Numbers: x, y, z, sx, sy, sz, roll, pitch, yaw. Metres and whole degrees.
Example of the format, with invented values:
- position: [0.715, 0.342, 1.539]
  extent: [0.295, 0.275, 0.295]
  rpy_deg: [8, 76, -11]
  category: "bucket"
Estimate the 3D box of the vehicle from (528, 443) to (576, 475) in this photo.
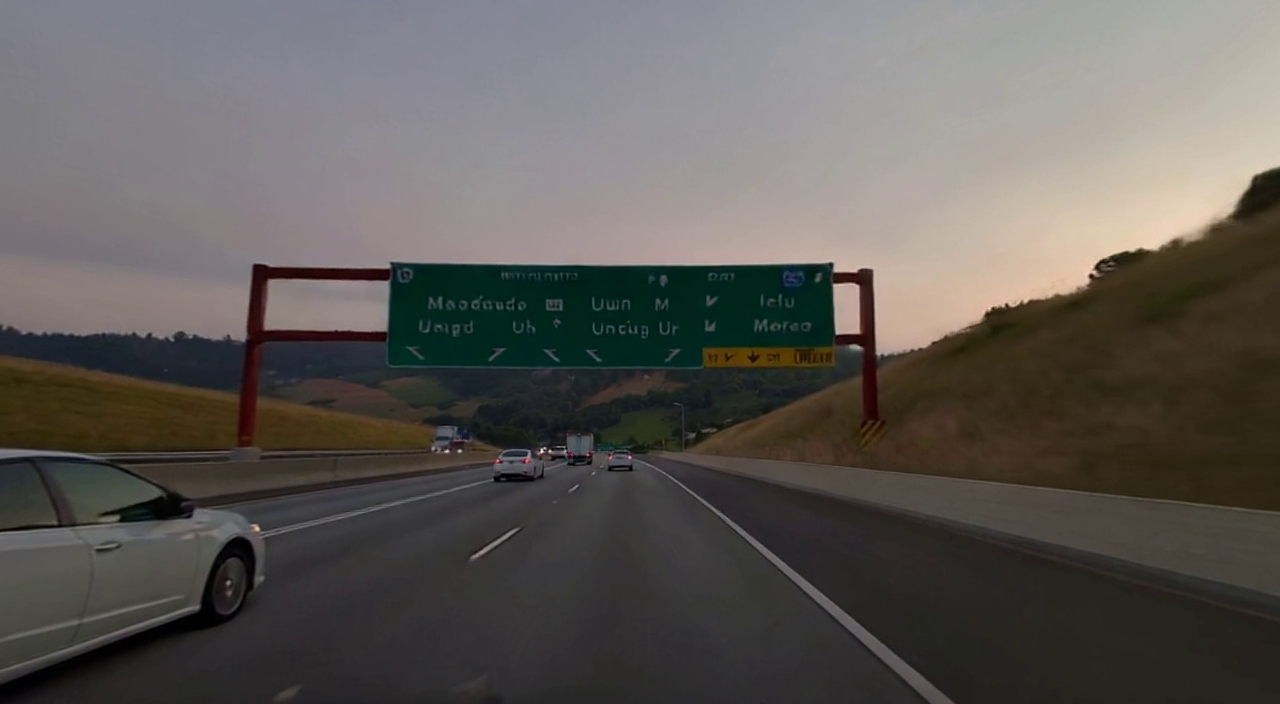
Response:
- position: [-4.780, 5.898, 34.849]
  extent: [2.118, 1.624, 4.032]
  rpy_deg: [0, -9, -1]
  category: "vehicle"

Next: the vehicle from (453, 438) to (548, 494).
- position: [-4.442, 3.701, 20.796]
  extent: [2.208, 1.619, 4.162]
  rpy_deg: [0, -9, 0]
  category: "vehicle"

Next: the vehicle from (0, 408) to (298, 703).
- position: [-3.877, 1.087, 3.334]
  extent: [1.892, 1.492, 3.940]
  rpy_deg: [0, -9, 0]
  category: "vehicle"

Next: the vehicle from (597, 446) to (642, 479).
- position: [-0.970, 5.257, 30.128]
  extent: [1.988, 1.440, 4.201]
  rpy_deg: [0, -9, -2]
  category: "vehicle"
